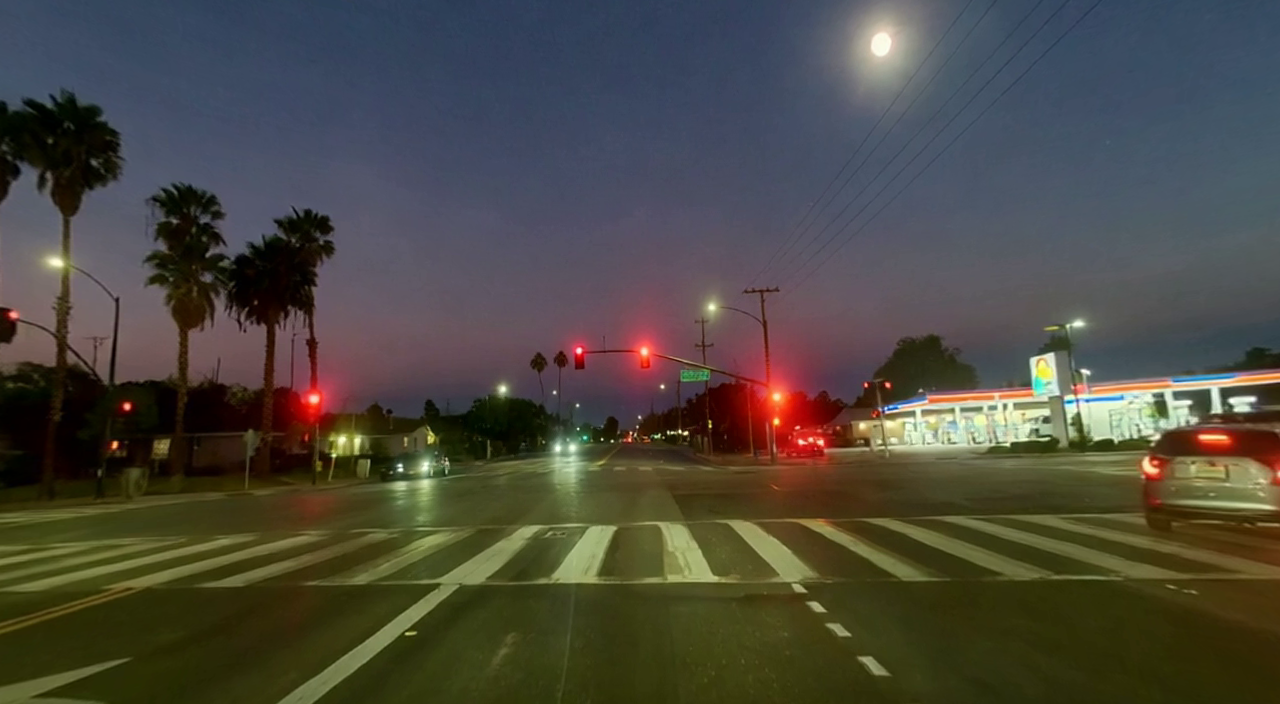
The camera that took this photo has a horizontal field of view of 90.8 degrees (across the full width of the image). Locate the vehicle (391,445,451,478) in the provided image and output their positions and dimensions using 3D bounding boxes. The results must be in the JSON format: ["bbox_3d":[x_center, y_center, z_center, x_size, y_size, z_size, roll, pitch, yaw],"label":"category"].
[{"bbox_3d":[-12.976,6.485,37.745,2.009,1.777,4.559,0,-9,-1],"label":"vehicle"}]

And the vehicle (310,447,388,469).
[{"bbox_3d":[-20.861,7.626,45.465,4.672,1.469,1.816,0,-9,-2],"label":"vehicle"}]

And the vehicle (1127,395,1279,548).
[{"bbox_3d":[8.597,1.596,8.839,2.299,1.732,4.146,-8,-12,42],"label":"vehicle"}]
